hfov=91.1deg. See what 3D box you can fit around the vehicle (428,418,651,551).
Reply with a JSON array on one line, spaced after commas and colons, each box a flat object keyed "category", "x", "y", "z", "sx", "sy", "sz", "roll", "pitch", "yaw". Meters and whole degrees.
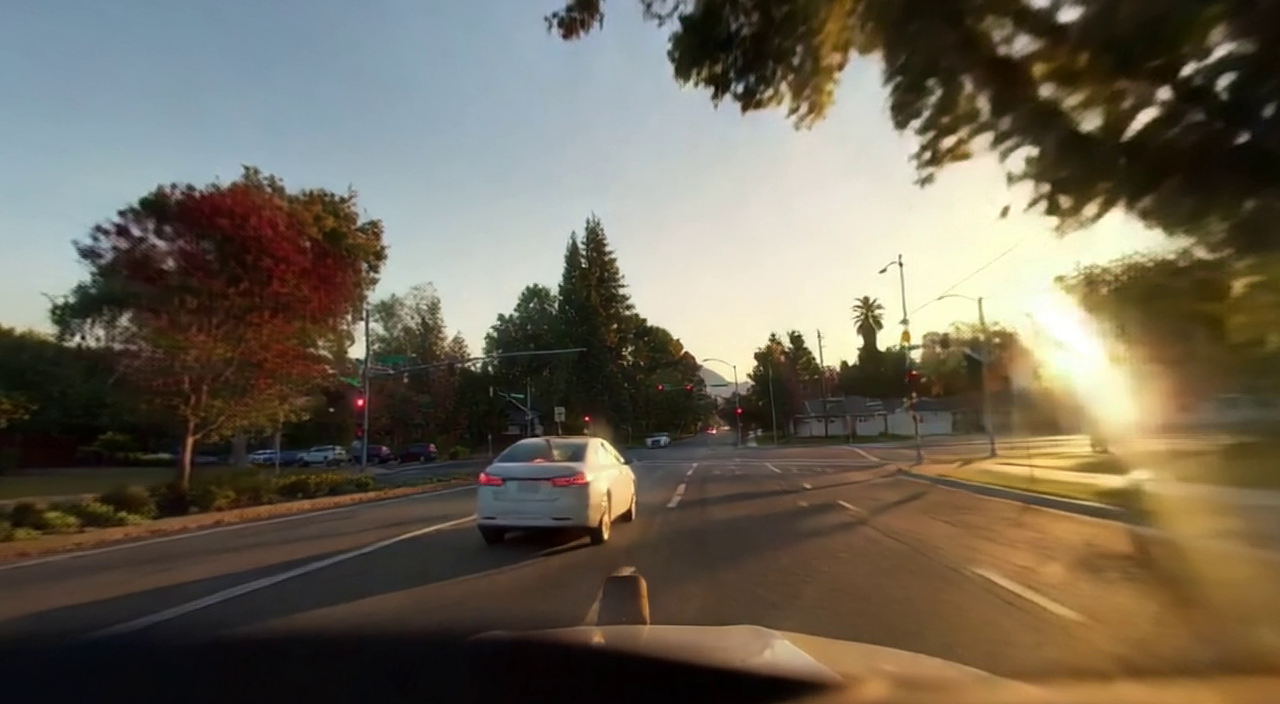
[{"category": "vehicle", "x": -1.196, "y": 1.945, "z": 10.069, "sx": 2.139, "sy": 1.564, "sz": 4.901, "roll": -1, "pitch": -8, "yaw": 8}]
